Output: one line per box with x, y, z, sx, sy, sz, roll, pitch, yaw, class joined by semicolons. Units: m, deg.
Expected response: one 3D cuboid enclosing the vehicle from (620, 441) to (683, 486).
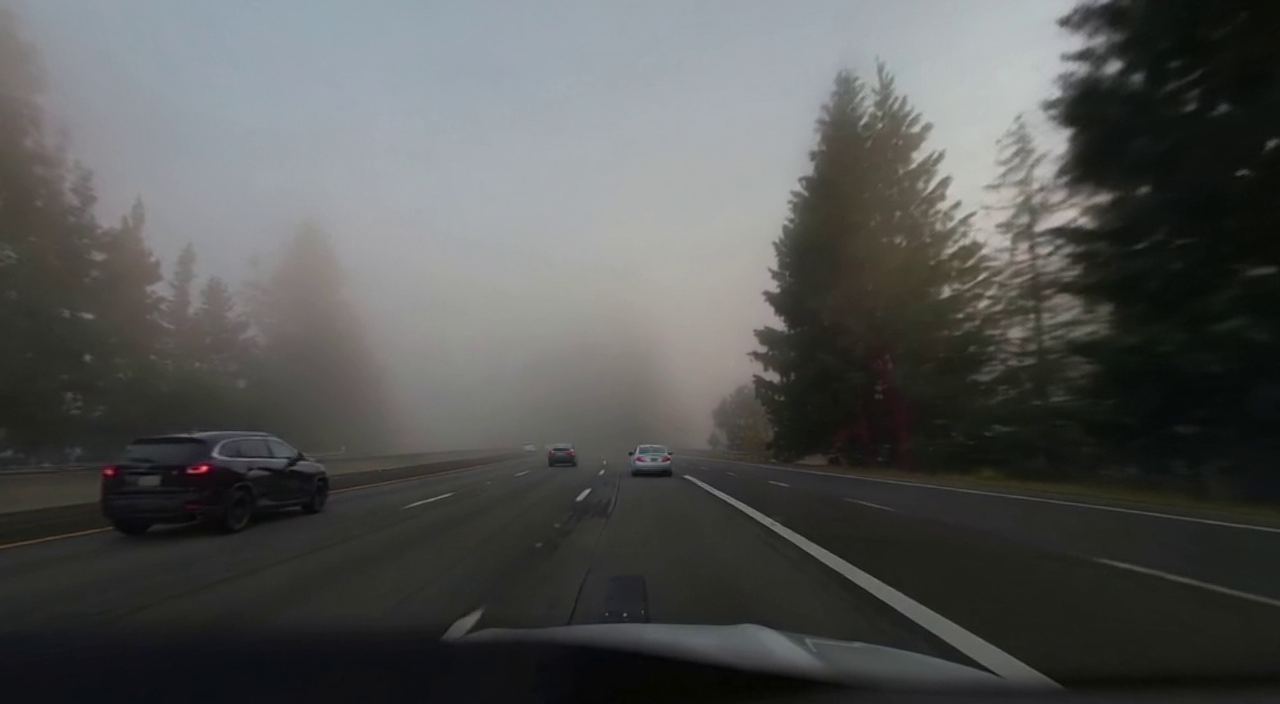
0.312;3.916;22.492;2.051;1.444;3.927;0;-9;-1;vehicle

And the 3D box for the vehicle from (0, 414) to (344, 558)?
-6.888;1.951;9.888;2.221;1.693;4.631;0;-9;0;vehicle

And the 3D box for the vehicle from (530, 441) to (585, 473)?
-4.109;5.329;32.247;2.246;1.519;4.980;0;-9;-2;vehicle
